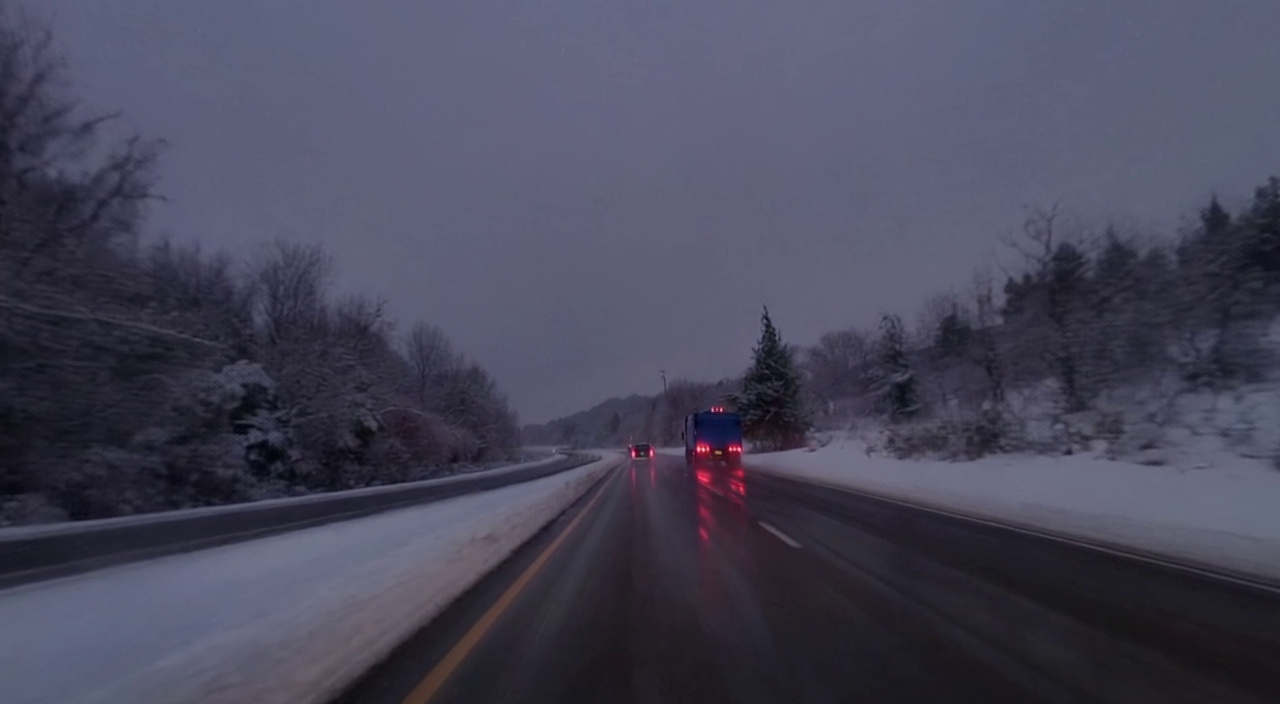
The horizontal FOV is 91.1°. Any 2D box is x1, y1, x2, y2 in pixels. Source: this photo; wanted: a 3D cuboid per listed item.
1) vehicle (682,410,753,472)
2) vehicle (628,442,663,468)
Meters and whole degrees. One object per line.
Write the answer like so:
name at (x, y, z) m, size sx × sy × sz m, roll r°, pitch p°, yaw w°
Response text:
vehicle at (4.290, 5.167, 36.544) m, size 3.015 × 3.211 × 7.982 m, roll 0°, pitch -8°, yaw -1°
vehicle at (0.373, 6.624, 40.722) m, size 2.170 × 1.544 × 4.373 m, roll 0°, pitch -8°, yaw 1°
